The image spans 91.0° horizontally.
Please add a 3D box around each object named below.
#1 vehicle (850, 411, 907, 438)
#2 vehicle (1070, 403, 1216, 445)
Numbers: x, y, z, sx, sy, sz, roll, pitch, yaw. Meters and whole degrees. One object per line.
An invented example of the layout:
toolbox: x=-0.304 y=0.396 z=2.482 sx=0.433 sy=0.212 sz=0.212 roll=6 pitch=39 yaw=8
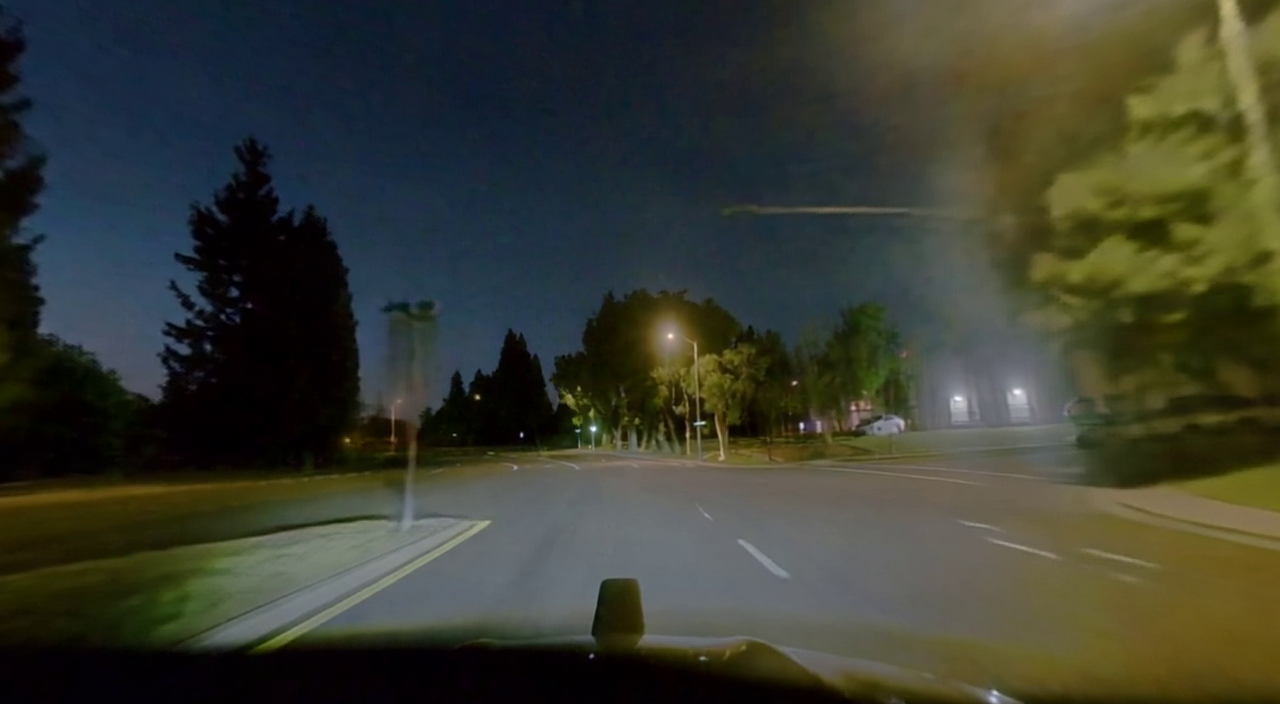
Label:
vehicle: x=17.528 y=5.375 z=46.209 sx=4.740 sy=1.779 sz=2.023 roll=8 pitch=-12 yaw=-44
vehicle: x=20.747 y=3.062 z=26.268 sx=4.499 sy=1.627 sz=2.003 roll=-5 pitch=-10 yaw=33
